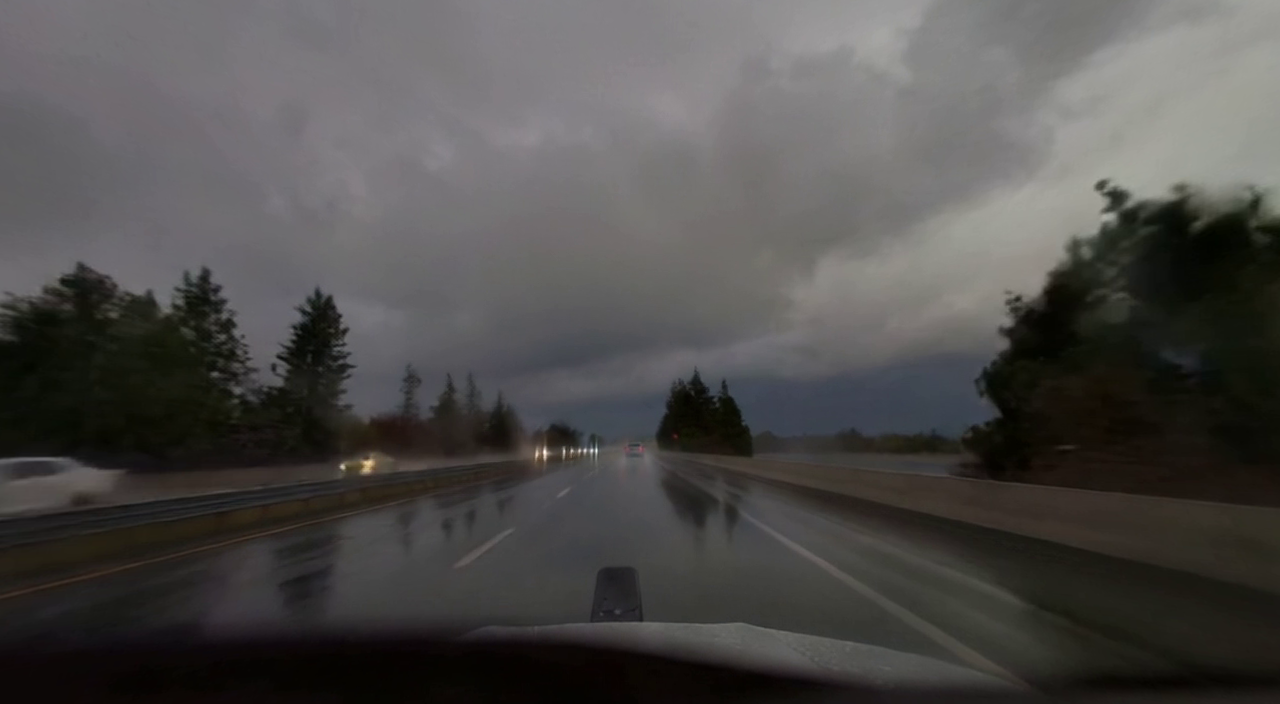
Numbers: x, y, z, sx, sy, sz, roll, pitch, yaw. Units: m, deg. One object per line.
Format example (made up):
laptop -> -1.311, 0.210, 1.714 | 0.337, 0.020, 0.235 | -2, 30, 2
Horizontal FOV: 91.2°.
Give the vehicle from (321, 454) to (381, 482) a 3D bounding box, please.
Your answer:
vehicle -> -17.491, 7.023, 38.175 | 1.670, 1.532, 4.187 | 0, -9, -1
